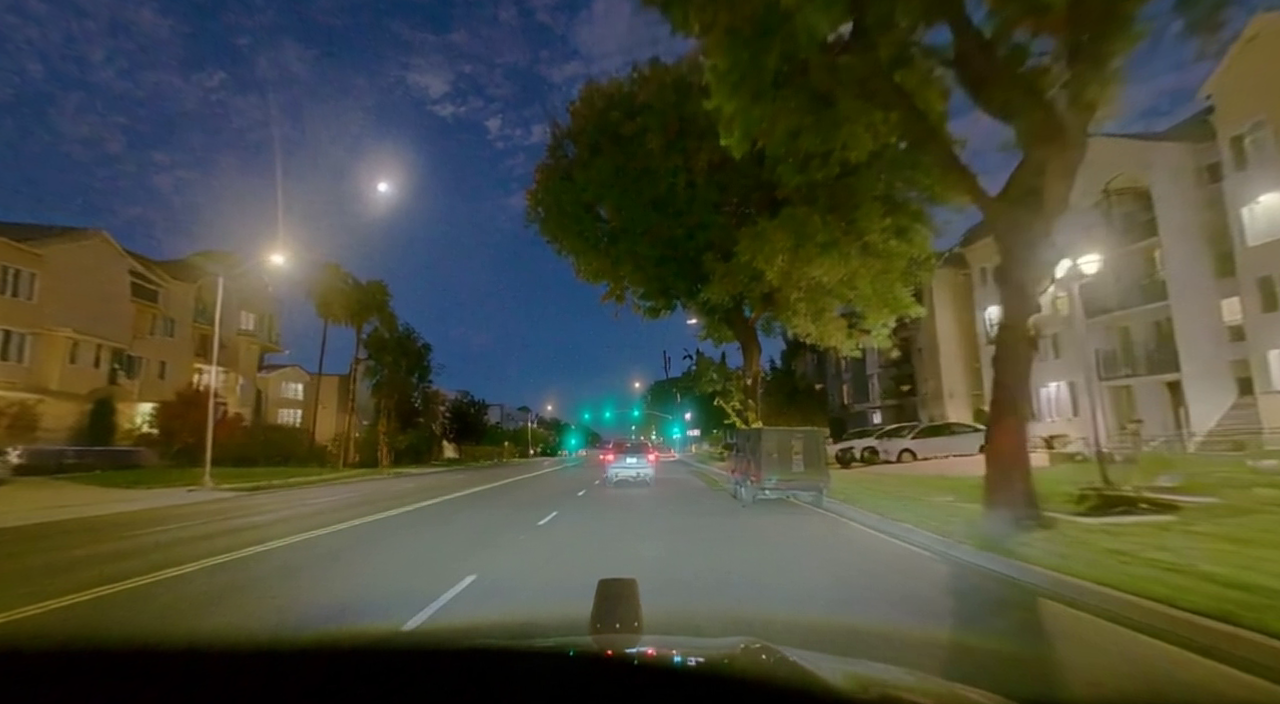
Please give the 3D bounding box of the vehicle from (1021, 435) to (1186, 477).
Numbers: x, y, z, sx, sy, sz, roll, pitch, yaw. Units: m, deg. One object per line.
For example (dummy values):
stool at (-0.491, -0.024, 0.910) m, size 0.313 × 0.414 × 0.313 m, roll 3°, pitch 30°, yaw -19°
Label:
vehicle at (16.294, 3.667, 22.295) m, size 4.317 × 1.420 × 1.828 m, roll 0°, pitch -9°, yaw 1°

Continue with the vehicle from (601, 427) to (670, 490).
vehicle at (-0.181, 3.478, 20.867) m, size 1.994 × 1.810 × 5.057 m, roll 0°, pitch -9°, yaw -1°

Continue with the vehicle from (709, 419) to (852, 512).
vehicle at (3.225, 2.761, 15.780) m, size 2.416 × 1.922 × 5.023 m, roll 0°, pitch -9°, yaw 0°

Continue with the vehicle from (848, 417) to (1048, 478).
vehicle at (10.629, 3.354, 22.099) m, size 5.709 × 2.017 × 2.435 m, roll 0°, pitch -9°, yaw -2°
